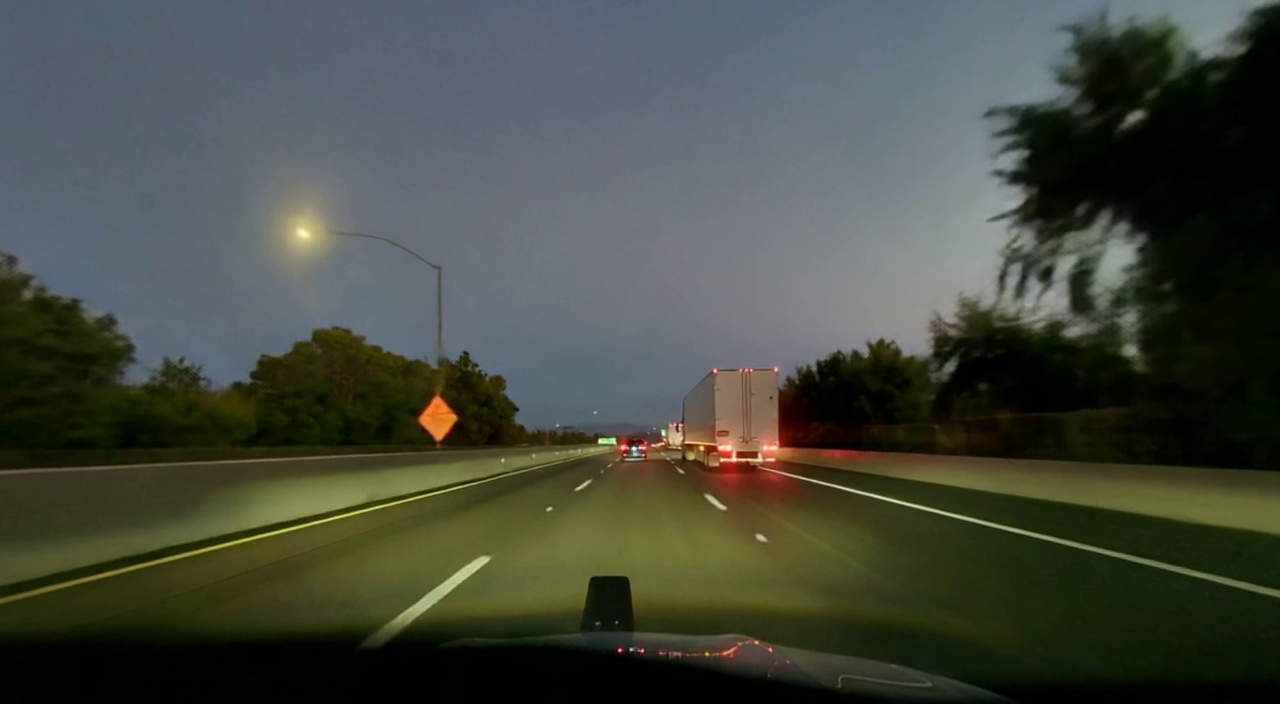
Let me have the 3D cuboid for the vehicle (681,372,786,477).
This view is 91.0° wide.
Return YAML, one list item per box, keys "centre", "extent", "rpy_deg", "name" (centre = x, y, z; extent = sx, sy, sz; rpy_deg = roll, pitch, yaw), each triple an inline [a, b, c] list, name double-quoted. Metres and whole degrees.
- centre: [4.156, 3.890, 32.108]
  extent: [3.005, 4.121, 14.417]
  rpy_deg: [0, -8, -1]
  name: "vehicle"

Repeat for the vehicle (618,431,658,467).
- centre: [-0.111, 5.651, 36.879]
  extent: [2.211, 1.933, 4.315]
  rpy_deg: [-1, -8, 0]
  name: "vehicle"
